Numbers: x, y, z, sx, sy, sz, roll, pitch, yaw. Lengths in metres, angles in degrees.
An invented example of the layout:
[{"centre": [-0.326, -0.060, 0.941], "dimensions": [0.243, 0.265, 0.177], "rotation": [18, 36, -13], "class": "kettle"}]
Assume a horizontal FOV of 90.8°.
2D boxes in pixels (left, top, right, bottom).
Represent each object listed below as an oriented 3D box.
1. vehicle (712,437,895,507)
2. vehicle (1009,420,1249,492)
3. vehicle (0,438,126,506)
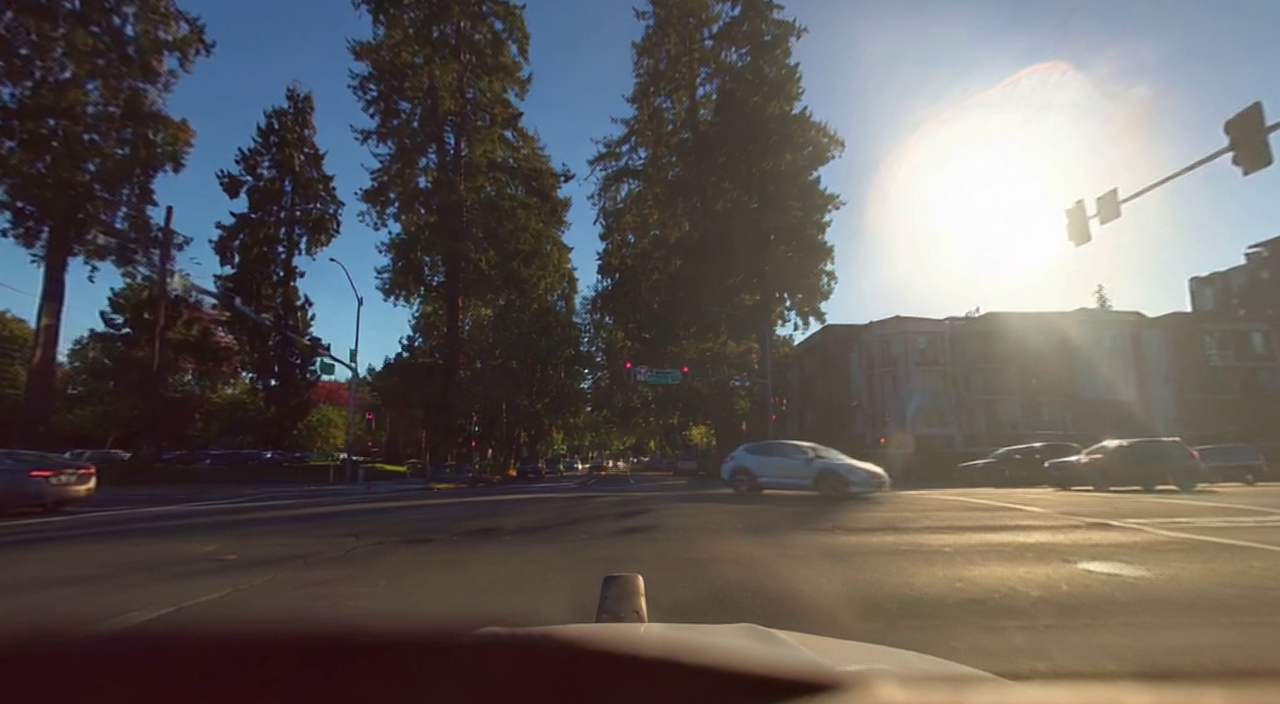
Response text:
[{"centre": [4.628, 3.412, 18.508], "dimensions": [2.162, 1.740, 4.728], "rotation": [8, -11, -42], "class": "vehicle"}, {"centre": [17.025, 3.664, 22.358], "dimensions": [6.109, 2.348, 2.683], "rotation": [0, -8, 2], "class": "vehicle"}, {"centre": [-18.195, 3.405, 18.025], "dimensions": [4.798, 1.763, 2.536], "rotation": [-1, -10, 1], "class": "vehicle"}]
